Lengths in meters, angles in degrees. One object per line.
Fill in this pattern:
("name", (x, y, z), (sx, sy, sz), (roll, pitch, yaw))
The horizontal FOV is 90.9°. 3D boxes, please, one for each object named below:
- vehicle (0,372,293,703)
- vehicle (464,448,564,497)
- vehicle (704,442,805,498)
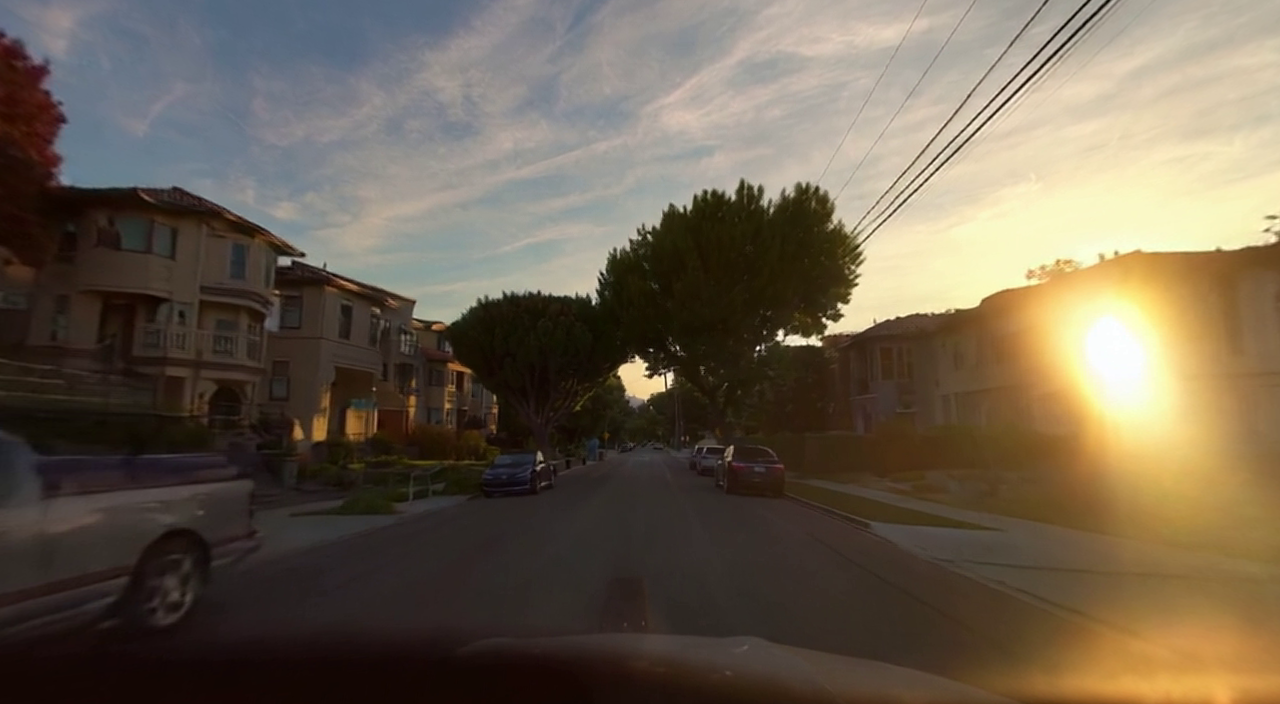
("vehicle", (-4.194, 1.029, 3.495), (2.108, 1.686, 4.129), (-1, -8, 1))
("vehicle", (-3.714, 3.629, 19.393), (1.995, 1.330, 4.080), (-1, -9, 4))
("vehicle", (3.256, 3.487, 19.128), (2.000, 1.456, 5.251), (0, -9, -1))
